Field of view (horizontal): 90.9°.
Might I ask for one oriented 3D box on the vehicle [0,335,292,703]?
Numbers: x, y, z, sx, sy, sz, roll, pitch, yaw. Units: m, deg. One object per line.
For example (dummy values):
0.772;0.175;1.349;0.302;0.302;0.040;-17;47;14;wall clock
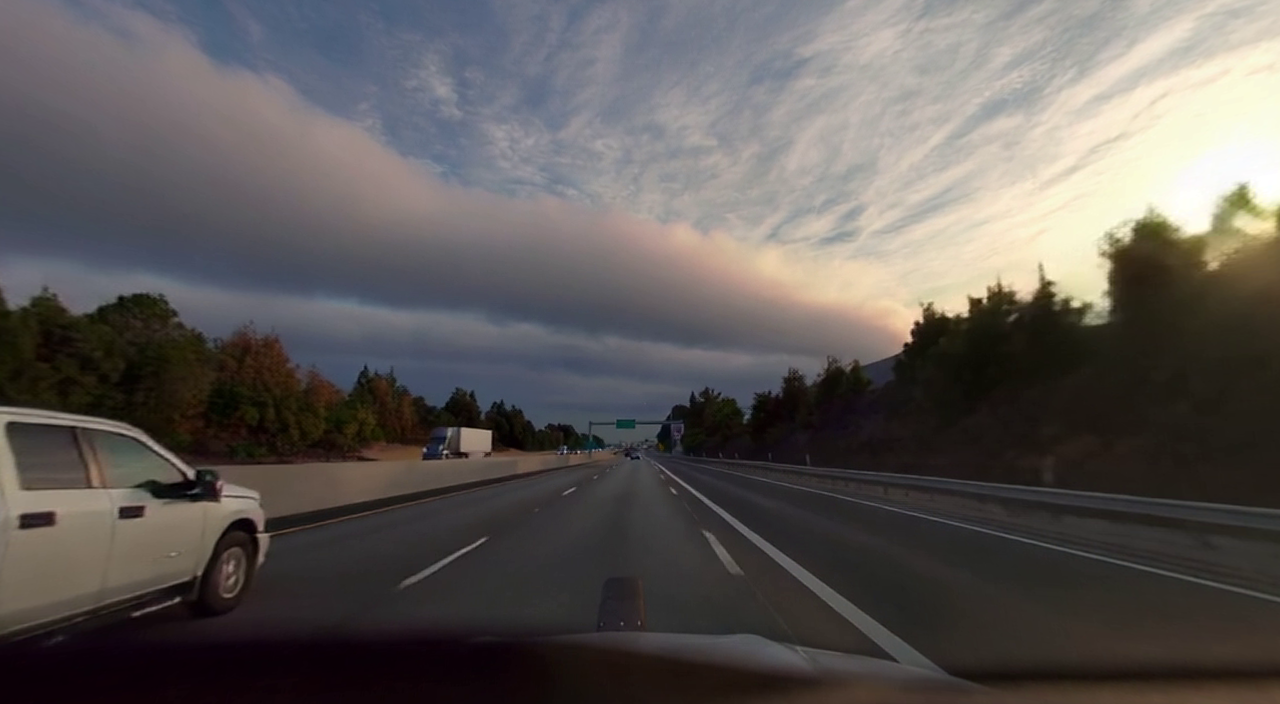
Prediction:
-4.161;0.841;2.829;2.214;1.872;5.179;0;-9;0;vehicle
